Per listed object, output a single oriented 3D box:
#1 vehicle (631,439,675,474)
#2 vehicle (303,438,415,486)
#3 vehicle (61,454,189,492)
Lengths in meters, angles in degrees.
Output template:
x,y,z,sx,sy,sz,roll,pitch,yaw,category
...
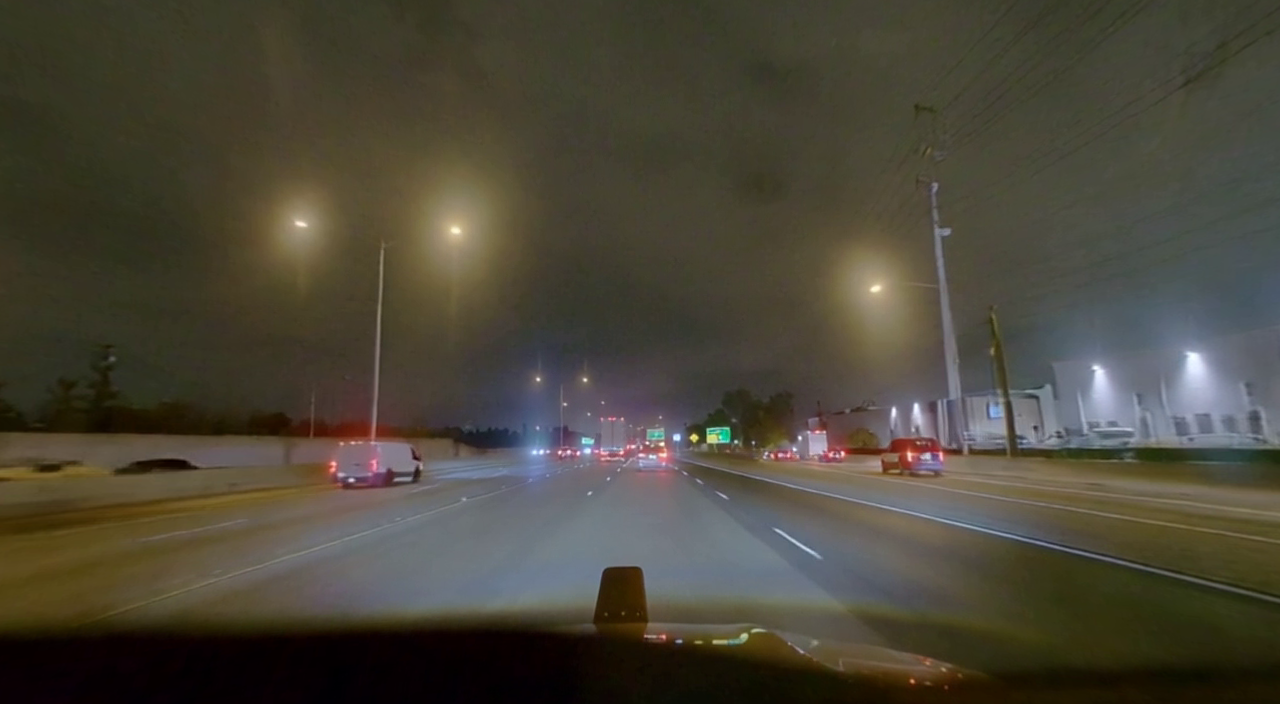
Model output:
x,y,z,sx,sy,sz,roll,pitch,yaw,category
0.709,5.837,35.503,2.279,1.837,4.747,0,-8,0,vehicle
-10.829,4.255,24.748,2.097,1.673,4.730,0,-8,2,vehicle
-23.813,5.576,29.454,1.994,1.532,4.674,0,-8,0,vehicle
